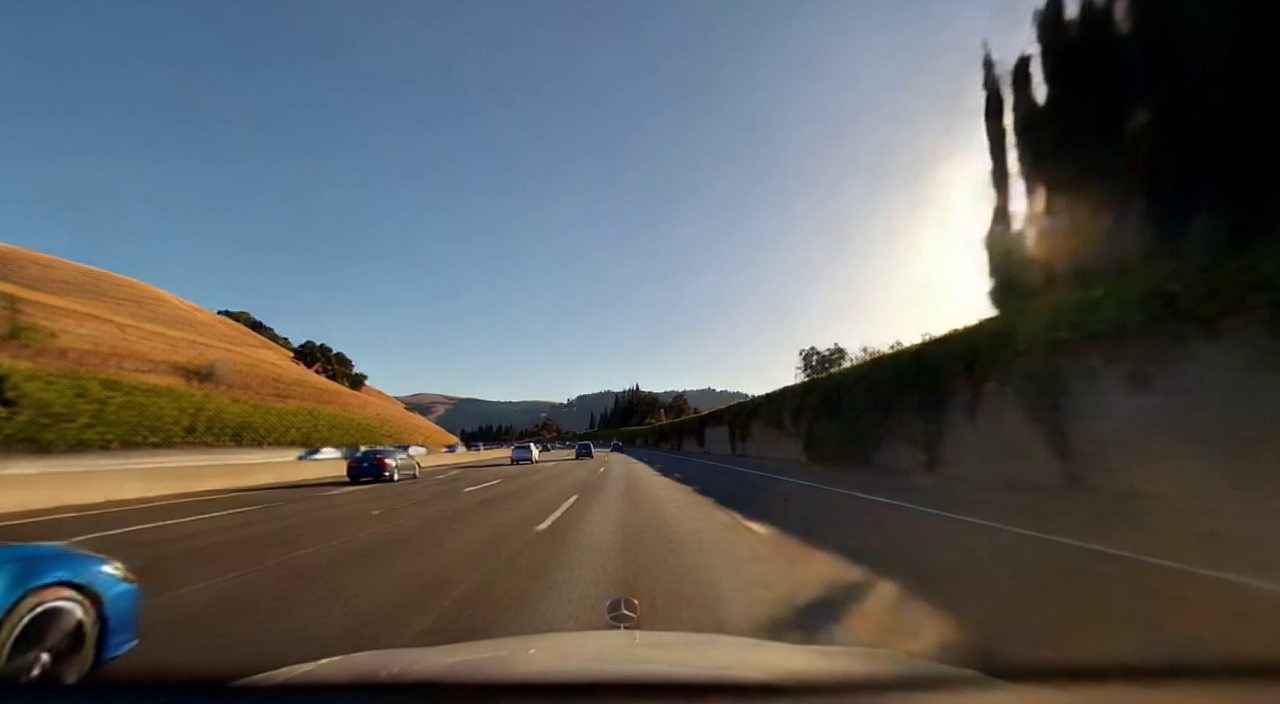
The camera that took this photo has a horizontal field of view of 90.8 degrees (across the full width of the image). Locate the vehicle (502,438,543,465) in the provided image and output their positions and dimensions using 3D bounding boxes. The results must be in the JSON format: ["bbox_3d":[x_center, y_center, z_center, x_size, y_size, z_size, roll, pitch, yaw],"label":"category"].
[{"bbox_3d":[-8.156,6.960,44.241,2.074,1.768,4.805,0,-8,-2],"label":"vehicle"}]

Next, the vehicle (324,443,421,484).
[{"bbox_3d":[-10.667,4.452,25.652,1.949,1.475,4.740,0,-8,-1],"label":"vehicle"}]
